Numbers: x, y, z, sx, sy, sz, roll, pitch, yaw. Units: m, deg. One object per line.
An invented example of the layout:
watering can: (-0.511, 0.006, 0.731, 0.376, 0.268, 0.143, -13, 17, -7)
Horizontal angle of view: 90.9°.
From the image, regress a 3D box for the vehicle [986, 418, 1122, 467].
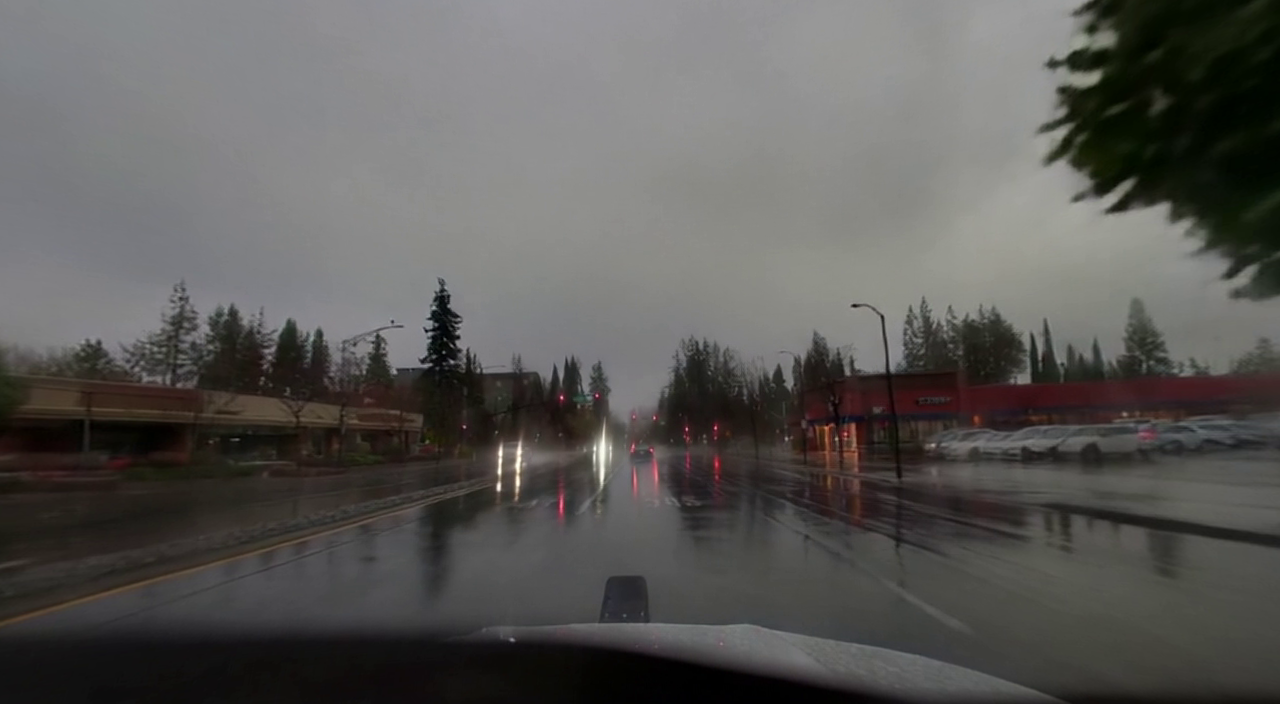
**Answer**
vehicle: (17.009, 3.764, 26.117, 3.928, 1.661, 2.249, -4, -9, -1)

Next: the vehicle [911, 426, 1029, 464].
vehicle: (17.709, 5.006, 34.024, 5.117, 1.933, 2.035, -1, -8, 3)

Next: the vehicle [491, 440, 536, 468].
vehicle: (-8.611, 6.982, 43.222, 2.149, 1.793, 4.468, 0, -9, 0)

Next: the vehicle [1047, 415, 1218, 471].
vehicle: (18.135, 3.367, 23.329, 4.904, 1.577, 1.863, -3, -9, -8)
